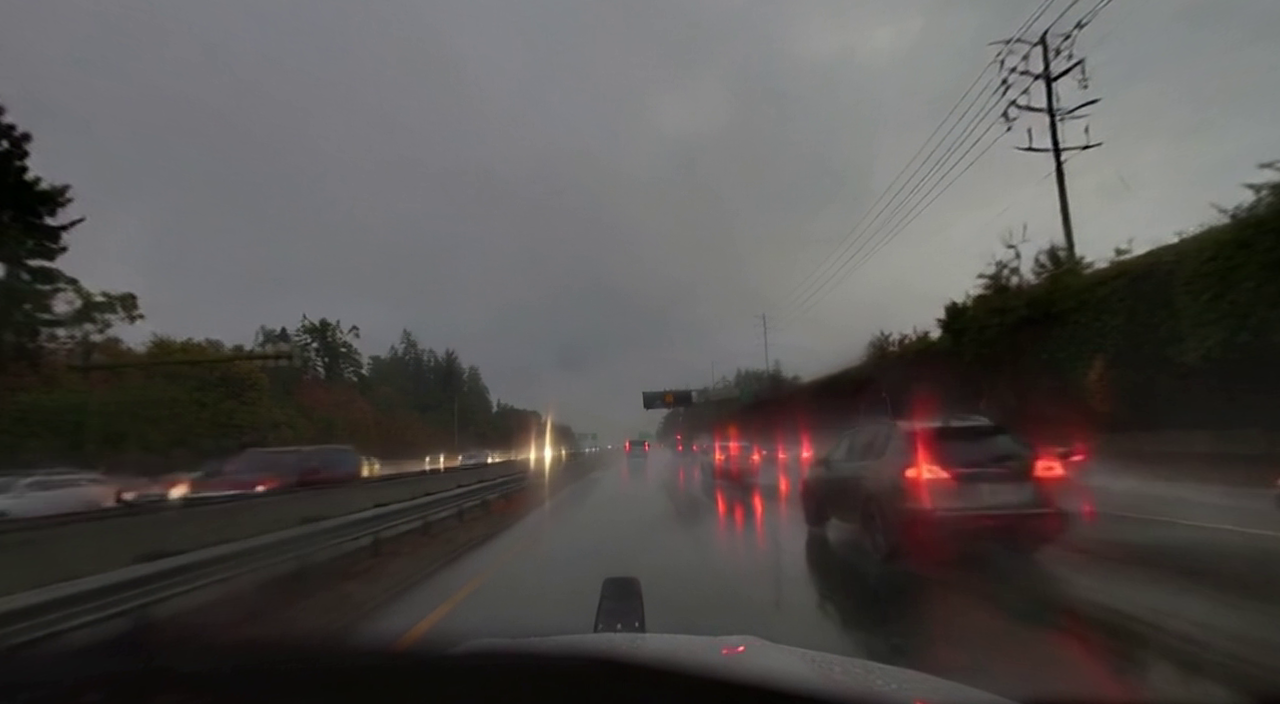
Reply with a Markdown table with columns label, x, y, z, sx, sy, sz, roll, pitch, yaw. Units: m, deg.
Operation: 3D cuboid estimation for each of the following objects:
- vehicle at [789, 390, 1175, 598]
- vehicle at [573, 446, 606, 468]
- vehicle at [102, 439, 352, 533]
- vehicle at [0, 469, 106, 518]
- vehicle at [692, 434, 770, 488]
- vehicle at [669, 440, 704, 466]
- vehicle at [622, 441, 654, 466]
| label | x | y | z | sx | sy | sz | roll | pitch | yaw |
| --- | --- | --- | --- | --- | --- | --- | --- | --- | --- |
| vehicle | 3.614 | 1.608 | 8.044 | 2.138 | 1.826 | 4.783 | 0 | -9 | -1 |
| vehicle | -3.659 | 7.698 | 46.454 | 2.051 | 1.510 | 4.373 | 0 | -9 | 0 |
| vehicle | -8.571 | 2.785 | 13.860 | 2.007 | 1.651 | 5.177 | 0 | -9 | 0 |
| vehicle | -22.258 | 5.052 | 22.719 | 1.849 | 1.488 | 4.682 | 0 | -9 | -1 |
| vehicle | 3.249 | 3.993 | 23.369 | 2.111 | 1.755 | 4.459 | 0 | -9 | -1 |
| vehicle | 3.502 | 7.747 | 48.346 | 2.095 | 1.886 | 4.727 | 0 | -9 | -2 |
| vehicle | -0.193 | 7.757 | 48.086 | 2.314 | 1.796 | 4.254 | 0 | -9 | -1 |
